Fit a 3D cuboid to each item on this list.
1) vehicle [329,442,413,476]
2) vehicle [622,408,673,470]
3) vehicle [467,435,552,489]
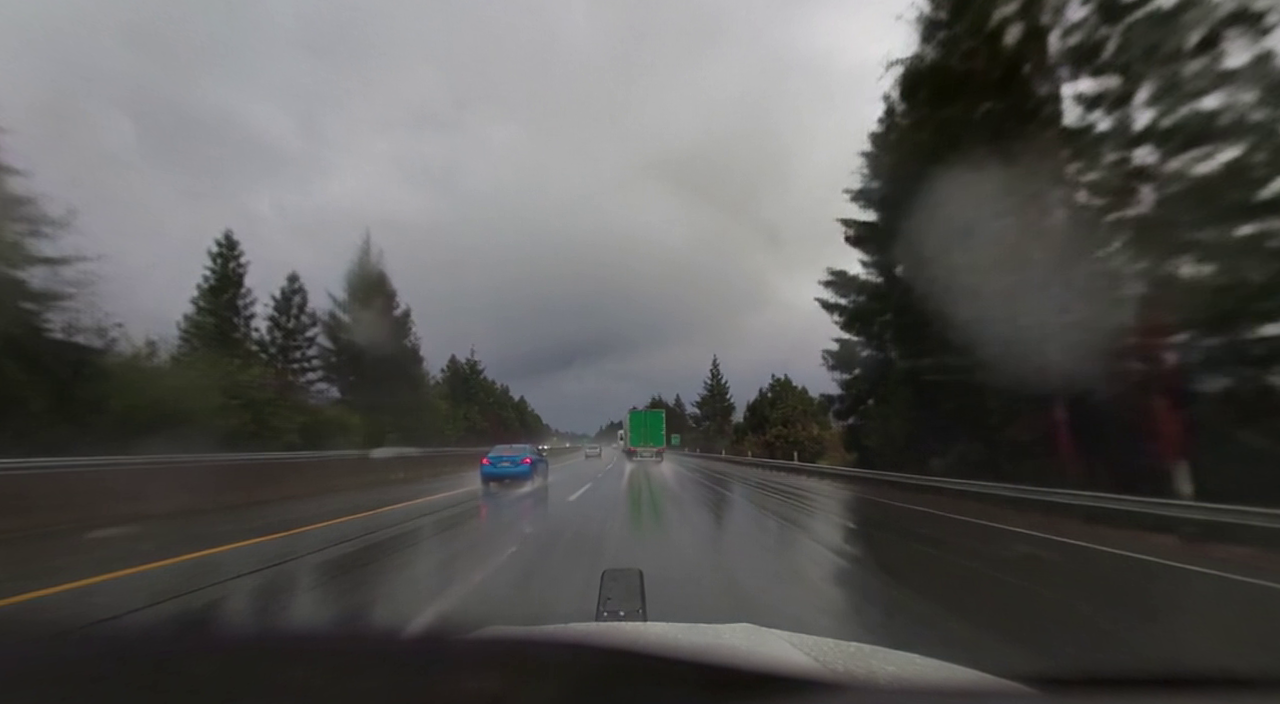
[{"bbox_3d":[-12.796,5.119,30.322,1.933,1.495,4.717,0,-9,0],"label":"vehicle"},{"bbox_3d":[0.319,5.872,42.040,2.893,3.628,9.081,0,-9,-3],"label":"vehicle"},{"bbox_3d":[-4.187,3.622,20.919,1.977,1.602,3.944,0,-9,0],"label":"vehicle"}]
